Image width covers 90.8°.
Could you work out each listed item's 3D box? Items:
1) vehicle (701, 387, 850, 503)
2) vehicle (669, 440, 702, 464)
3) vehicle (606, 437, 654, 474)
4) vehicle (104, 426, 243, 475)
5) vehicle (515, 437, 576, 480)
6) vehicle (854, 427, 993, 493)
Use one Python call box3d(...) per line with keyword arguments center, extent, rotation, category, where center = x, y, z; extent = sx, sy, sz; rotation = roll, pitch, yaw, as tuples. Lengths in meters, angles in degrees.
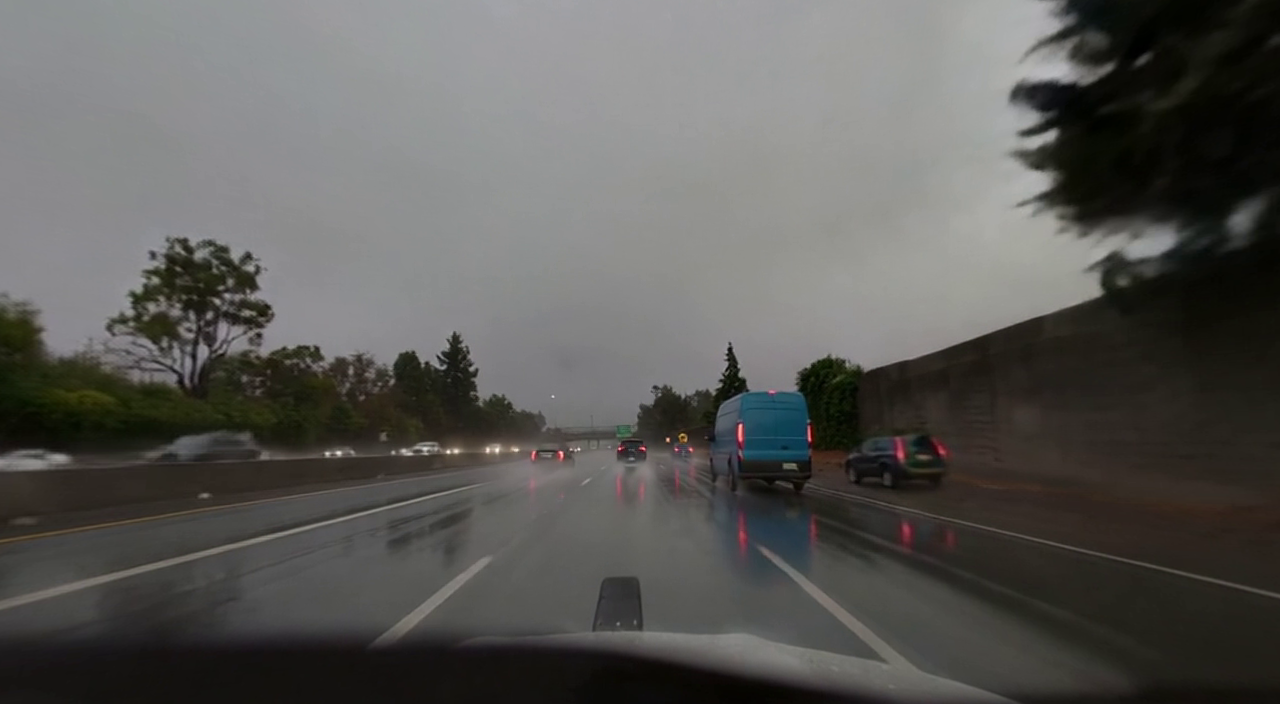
box3d(center=(3.501, 2.650, 18.177), extent=(2.631, 2.709, 6.496), rotation=(0, -8, -2), category="vehicle")
box3d(center=(3.529, 7.835, 49.510), extent=(2.160, 1.759, 4.214), rotation=(0, -8, -2), category="vehicle")
box3d(center=(-0.540, 5.339, 32.817), extent=(2.297, 1.783, 4.355), rotation=(0, -8, -1), category="vehicle")
box3d(center=(-17.071, 3.635, 23.424), extent=(2.108, 1.660, 4.008), rotation=(0, -8, -1), category="vehicle")
box3d(center=(-4.092, 4.680, 28.008), extent=(2.023, 1.709, 4.263), rotation=(0, -8, 0), category="vehicle")
box3d(center=(9.523, 3.674, 21.890), extent=(2.344, 1.967, 5.275), rotation=(0, -8, 0), category="vehicle")
